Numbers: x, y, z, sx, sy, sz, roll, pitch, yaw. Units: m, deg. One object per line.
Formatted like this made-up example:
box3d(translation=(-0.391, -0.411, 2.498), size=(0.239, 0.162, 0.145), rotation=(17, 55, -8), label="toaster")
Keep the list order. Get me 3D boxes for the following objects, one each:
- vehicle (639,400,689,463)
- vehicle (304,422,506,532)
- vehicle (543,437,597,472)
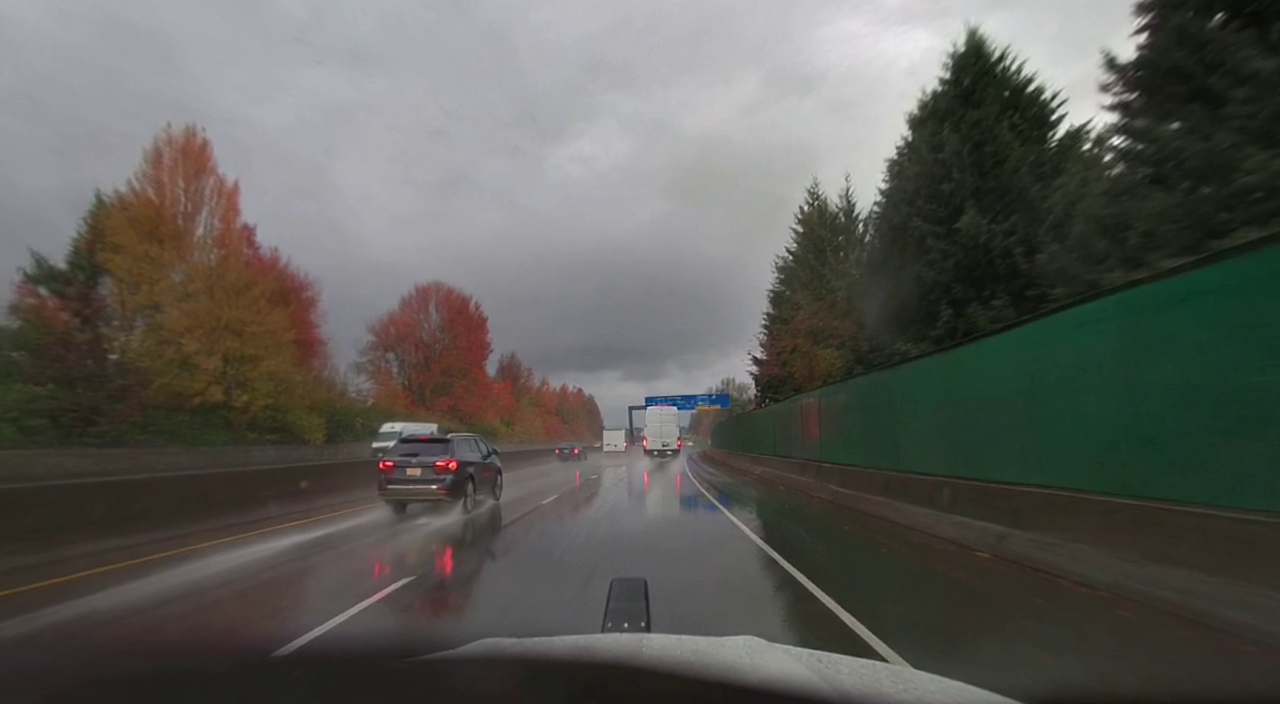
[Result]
box3d(translation=(1.640, 5.451, 42.496), size=(2.933, 3.701, 10.425), rotation=(0, -8, 2), label="vehicle")
box3d(translation=(-3.784, 2.066, 10.979), size=(1.927, 1.556, 3.921), rotation=(0, -8, 1), label="vehicle")
box3d(translation=(-3.315, 4.941, 30.576), size=(1.962, 1.575, 4.158), rotation=(0, -8, 2), label="vehicle")
